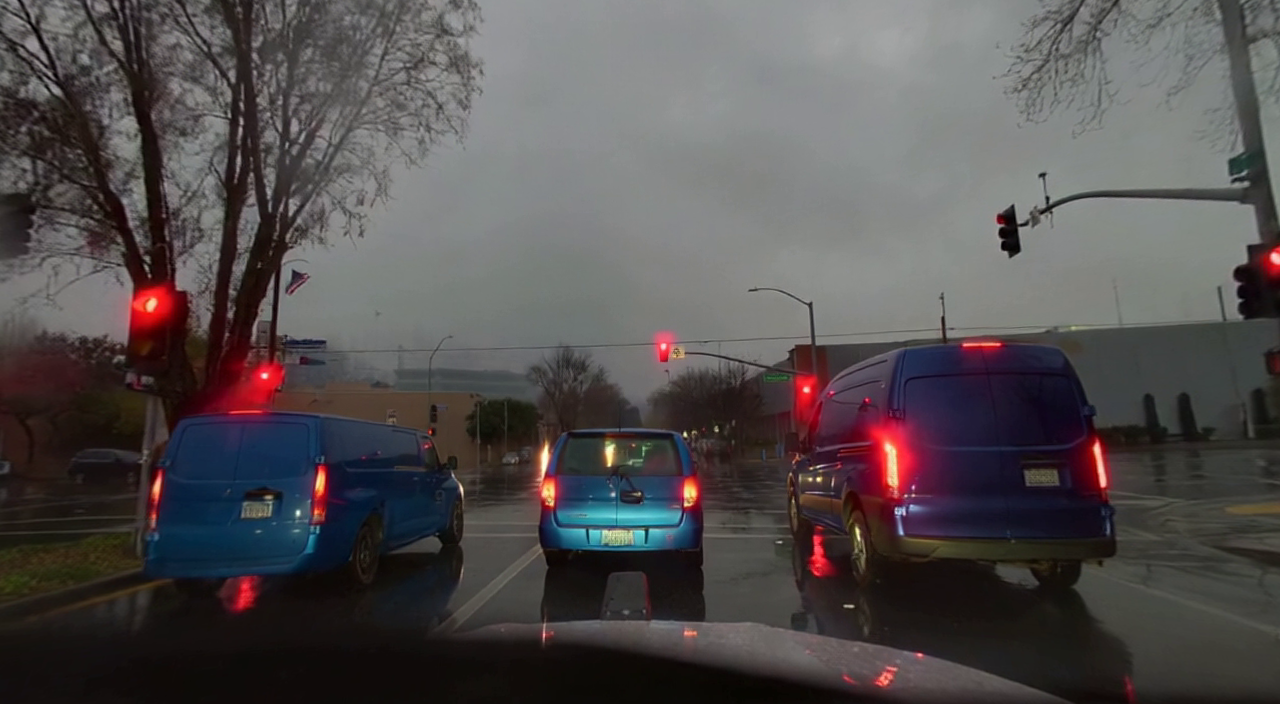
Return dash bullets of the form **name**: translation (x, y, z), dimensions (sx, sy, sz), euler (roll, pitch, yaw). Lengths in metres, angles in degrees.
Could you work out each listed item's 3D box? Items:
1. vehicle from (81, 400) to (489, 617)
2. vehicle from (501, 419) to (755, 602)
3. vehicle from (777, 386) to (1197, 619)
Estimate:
- **vehicle**: translation (-3.303, 1.529, 7.031), dimensions (2.024, 1.677, 3.998), euler (-1, -9, 3)
- **vehicle**: translation (-0.136, 1.621, 7.344), dimensions (2.098, 1.494, 4.118), euler (0, -9, -1)
- **vehicle**: translation (3.092, 1.462, 7.018), dimensions (2.178, 1.746, 4.400), euler (0, -9, 1)
